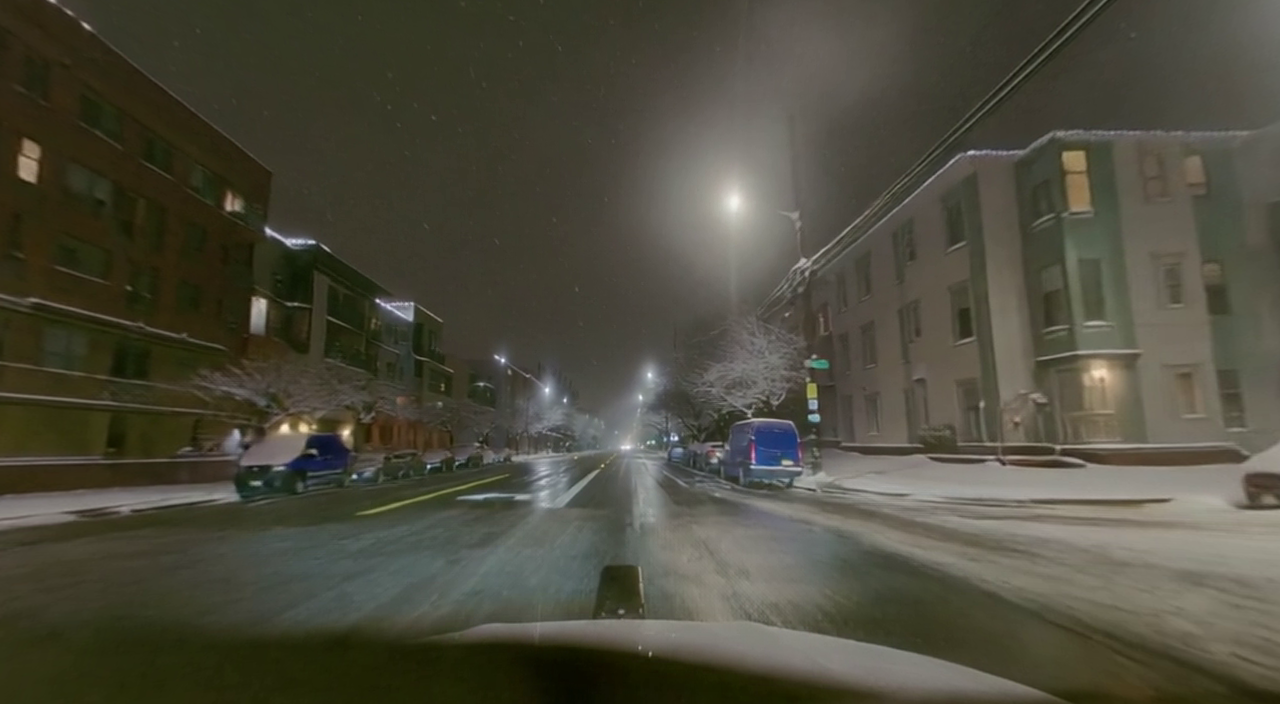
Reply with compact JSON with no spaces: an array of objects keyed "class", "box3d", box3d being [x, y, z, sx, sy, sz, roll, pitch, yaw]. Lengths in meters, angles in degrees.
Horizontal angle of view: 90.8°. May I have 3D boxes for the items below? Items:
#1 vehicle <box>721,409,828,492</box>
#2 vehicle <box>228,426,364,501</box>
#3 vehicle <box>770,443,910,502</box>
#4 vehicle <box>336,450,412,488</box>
[{"class":"vehicle","box3d":[4.761,3.635,23.543,2.414,2.670,5.833,1,-8,-3]},{"class":"vehicle","box3d":[-12.727,4.094,23.917,2.164,2.386,5.460,-2,-7,-1]},{"class":"vehicle","box3d":[5.489,3.343,18.049,1.848,1.468,4.332,2,-9,-12]},{"class":"vehicle","box3d":[-12.552,5.490,30.099,1.892,1.472,4.523,-2,-7,-3]}]
